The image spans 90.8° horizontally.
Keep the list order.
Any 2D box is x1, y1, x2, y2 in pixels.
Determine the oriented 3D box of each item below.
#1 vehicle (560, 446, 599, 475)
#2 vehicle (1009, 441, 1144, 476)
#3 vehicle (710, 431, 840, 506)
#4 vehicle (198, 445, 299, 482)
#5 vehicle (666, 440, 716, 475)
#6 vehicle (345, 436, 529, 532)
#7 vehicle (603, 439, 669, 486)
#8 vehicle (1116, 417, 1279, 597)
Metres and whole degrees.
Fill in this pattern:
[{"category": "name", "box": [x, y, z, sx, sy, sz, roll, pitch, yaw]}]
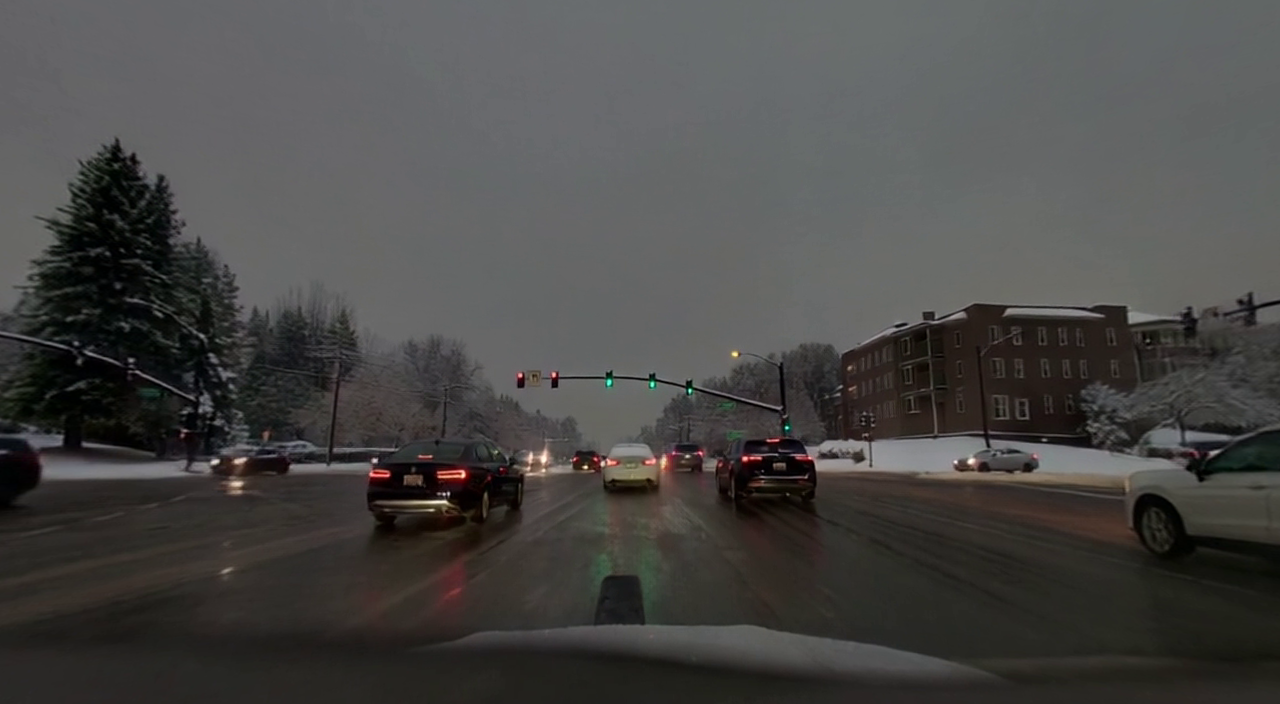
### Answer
[{"category": "vehicle", "box": [-3.785, 6.912, 40.526, 2.033, 1.714, 4.278, 0, -8, 1]}, {"category": "vehicle", "box": [19.468, 4.742, 28.290, 4.620, 1.446, 1.950, 0, -8, -2]}, {"category": "vehicle", "box": [3.115, 2.805, 15.754, 1.996, 1.566, 4.917, 0, -8, -2]}, {"category": "vehicle", "box": [-17.939, 5.102, 29.262, 1.857, 1.511, 4.399, 0, -8, 0]}, {"category": "vehicle", "box": [2.666, 5.667, 34.242, 2.138, 1.778, 4.422, 0, -8, -2]}, {"category": "vehicle", "box": [-3.566, 2.393, 12.154, 2.045, 1.463, 4.490, 0, -8, 0]}, {"category": "vehicle", "box": [-0.161, 3.811, 22.086, 2.098, 1.461, 3.958, 0, -8, -1]}, {"category": "vehicle", "box": [6.566, 1.260, 4.887, 1.959, 1.553, 4.809, 0, -8, -1]}]
